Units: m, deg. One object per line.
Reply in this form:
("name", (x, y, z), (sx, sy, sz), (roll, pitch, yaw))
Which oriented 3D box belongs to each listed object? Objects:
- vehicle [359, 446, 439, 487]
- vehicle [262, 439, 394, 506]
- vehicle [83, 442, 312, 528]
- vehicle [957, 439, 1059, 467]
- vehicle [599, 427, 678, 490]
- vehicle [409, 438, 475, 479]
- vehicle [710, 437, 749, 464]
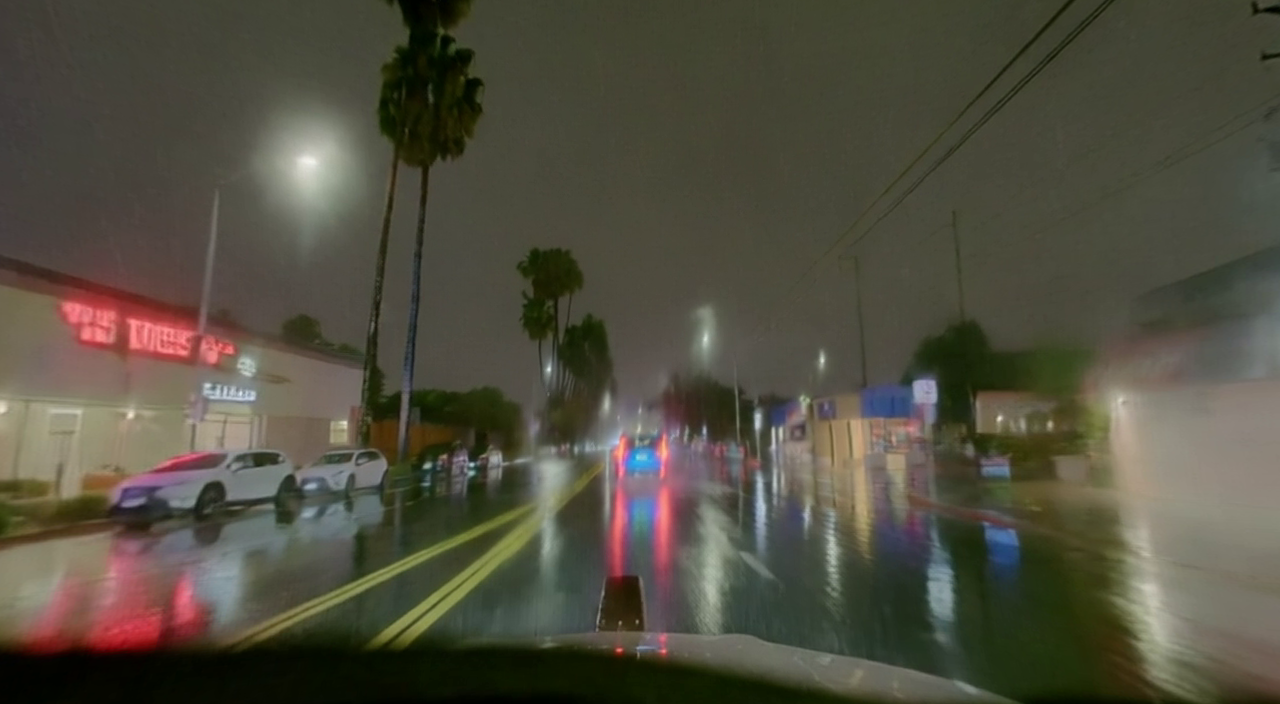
("vehicle", (-10.075, 4.795, 26.657), (1.812, 1.578, 4.037), (0, -9, 0))
("vehicle", (-10.161, 3.894, 21.041), (1.992, 1.744, 4.896), (-1, -6, -1))
("vehicle", (-10.124, 3.026, 15.027), (2.075, 1.693, 4.696), (0, -9, -1))
("vehicle", (20.736, 5.711, 35.599), (4.488, 1.470, 1.994), (0, -9, -2))
("vehicle", (-0.121, 3.439, 20.557), (2.264, 1.798, 4.563), (0, -9, -2))
("vehicle", (-10.041, 5.418, 32.285), (1.958, 1.937, 4.114), (0, -9, 1))
("vehicle", (6.041, 6.700, 42.884), (2.005, 1.775, 4.324), (0, -9, 0))
